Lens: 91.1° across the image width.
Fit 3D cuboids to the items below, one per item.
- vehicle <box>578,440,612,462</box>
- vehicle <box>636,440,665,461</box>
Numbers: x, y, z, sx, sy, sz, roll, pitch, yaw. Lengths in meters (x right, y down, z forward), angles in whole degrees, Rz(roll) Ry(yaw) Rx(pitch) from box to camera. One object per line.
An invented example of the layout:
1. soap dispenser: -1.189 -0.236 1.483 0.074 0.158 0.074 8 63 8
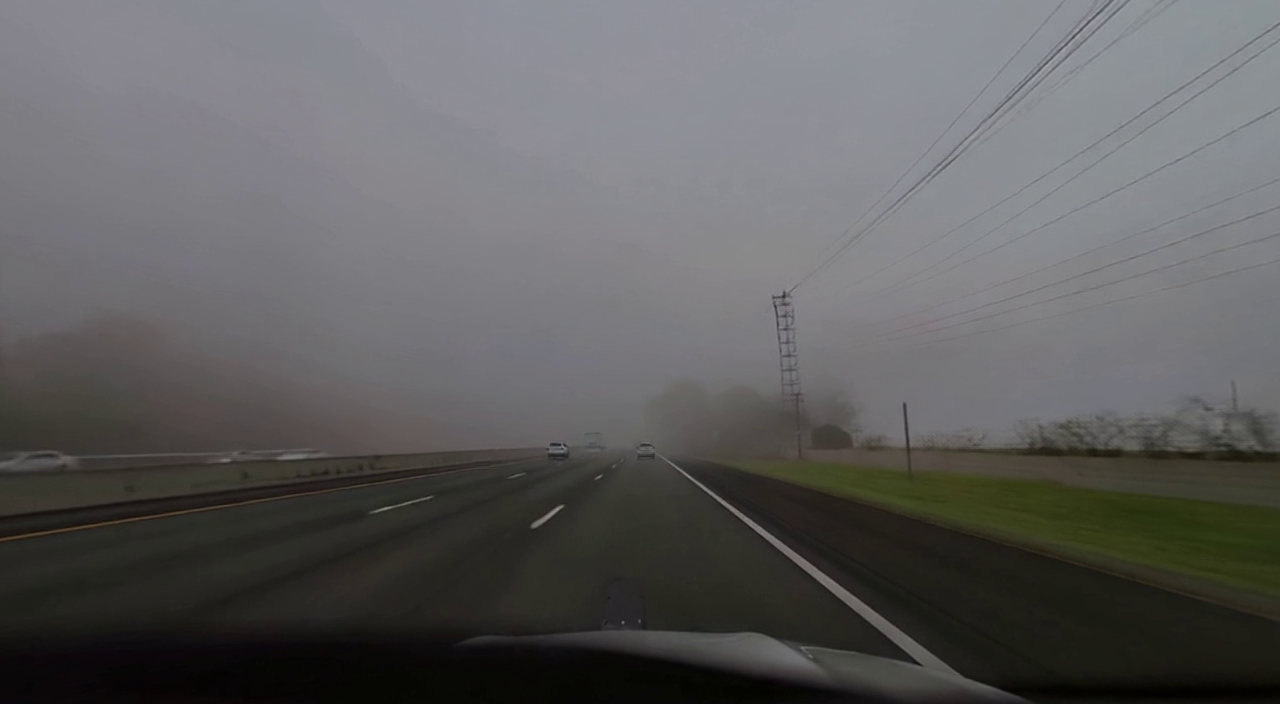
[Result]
1. vehicle: -3.196 7.137 45.240 2.046 1.478 4.111 0 -8 1
2. vehicle: 0.763 7.421 47.433 2.057 1.453 3.926 0 -8 0
